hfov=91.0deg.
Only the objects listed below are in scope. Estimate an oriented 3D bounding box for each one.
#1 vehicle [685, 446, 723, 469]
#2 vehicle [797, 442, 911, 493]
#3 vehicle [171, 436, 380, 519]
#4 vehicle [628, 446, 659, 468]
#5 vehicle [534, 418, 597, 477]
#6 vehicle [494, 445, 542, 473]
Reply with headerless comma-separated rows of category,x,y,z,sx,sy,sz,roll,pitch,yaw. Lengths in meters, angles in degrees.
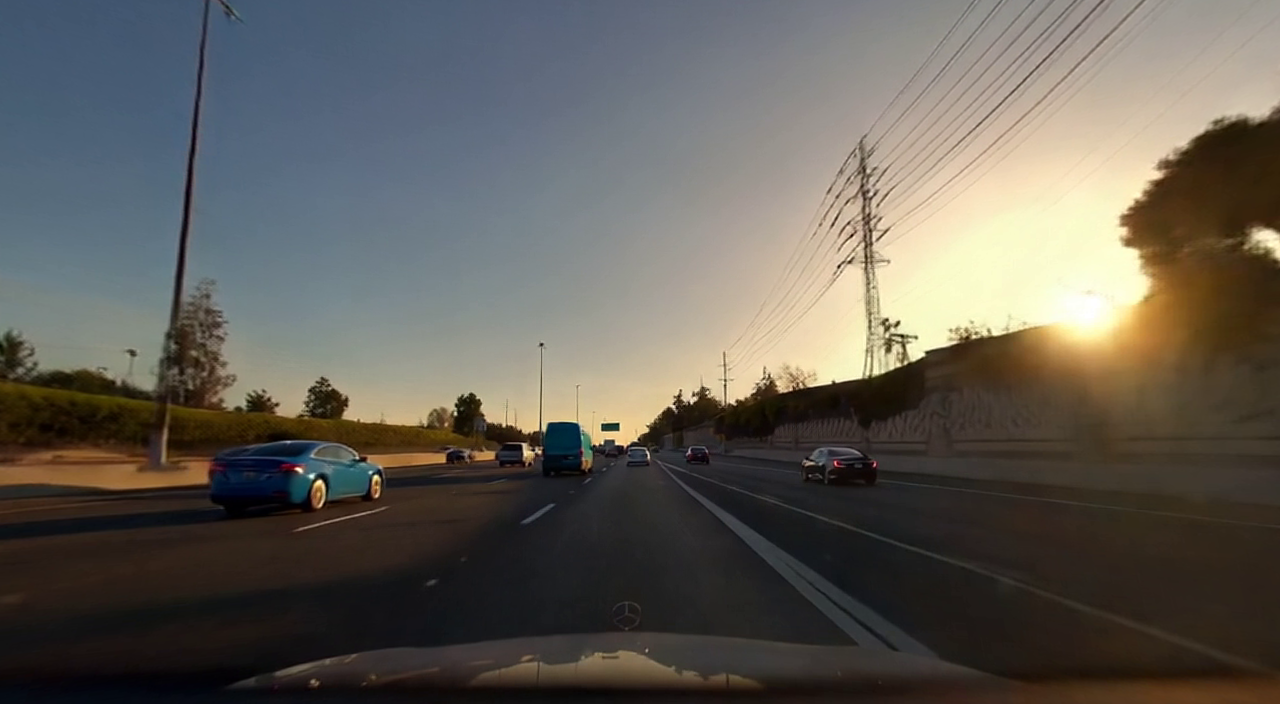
vehicle,4.554,7.609,45.614,2.095,1.504,4.536,0,-9,-2
vehicle,6.891,3.740,20.827,2.052,1.470,4.364,0,-9,-3
vehicle,-7.694,2.672,13.953,1.967,1.525,4.458,0,-9,0
vehicle,0.191,7.556,45.422,2.084,1.492,4.137,0,-9,-2
vehicle,-3.603,4.837,31.851,2.395,2.660,5.827,0,-9,1
vehicle,-7.141,6.290,37.271,1.944,1.490,4.442,0,-9,1
